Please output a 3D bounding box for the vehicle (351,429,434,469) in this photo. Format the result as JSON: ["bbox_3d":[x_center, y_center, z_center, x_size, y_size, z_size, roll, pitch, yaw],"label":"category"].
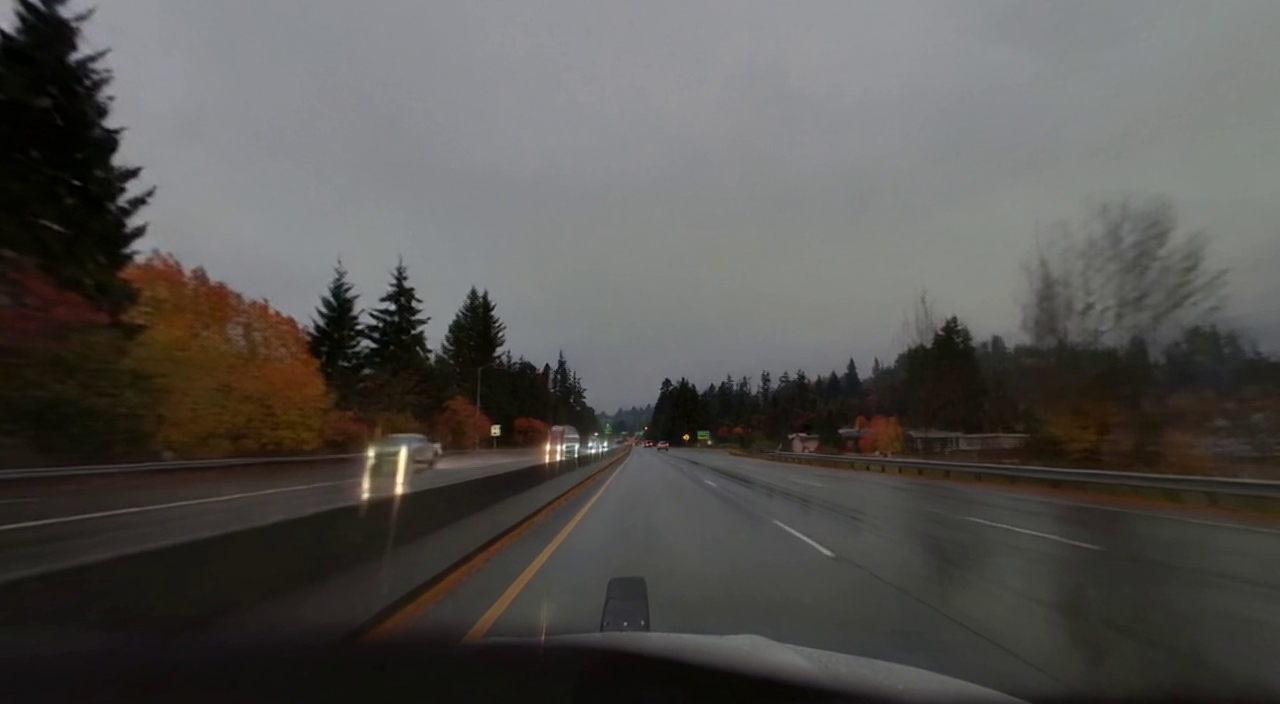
[{"bbox_3d":[-10.869,4.287,27.980,1.935,1.609,4.144,0,-8,1],"label":"vehicle"}]
